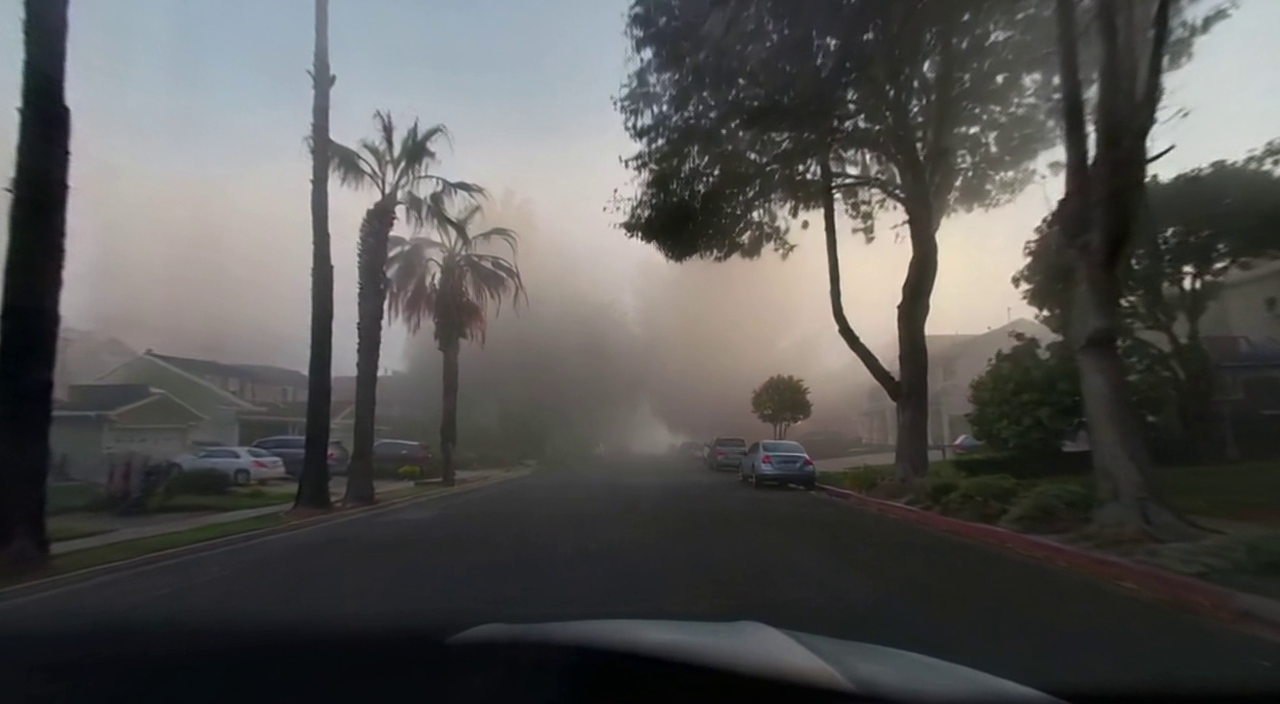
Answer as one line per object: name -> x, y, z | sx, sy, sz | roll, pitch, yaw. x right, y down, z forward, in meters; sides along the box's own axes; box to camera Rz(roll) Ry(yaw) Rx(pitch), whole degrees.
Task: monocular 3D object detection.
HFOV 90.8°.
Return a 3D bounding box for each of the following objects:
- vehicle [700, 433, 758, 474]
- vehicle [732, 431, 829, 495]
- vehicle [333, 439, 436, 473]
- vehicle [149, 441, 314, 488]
vehicle -> 4.151, 4.839, 30.341 | 2.166, 1.766, 5.186 | 0, -8, 1
vehicle -> 4.273, 3.436, 20.003 | 1.971, 1.663, 5.076 | 2, -8, 1
vehicle -> -13.157, 5.345, 32.709 | 4.448, 1.679, 1.972 | -1, -8, 2
vehicle -> -13.497, 3.729, 21.035 | 4.250, 1.469, 1.817 | -1, -8, 3
